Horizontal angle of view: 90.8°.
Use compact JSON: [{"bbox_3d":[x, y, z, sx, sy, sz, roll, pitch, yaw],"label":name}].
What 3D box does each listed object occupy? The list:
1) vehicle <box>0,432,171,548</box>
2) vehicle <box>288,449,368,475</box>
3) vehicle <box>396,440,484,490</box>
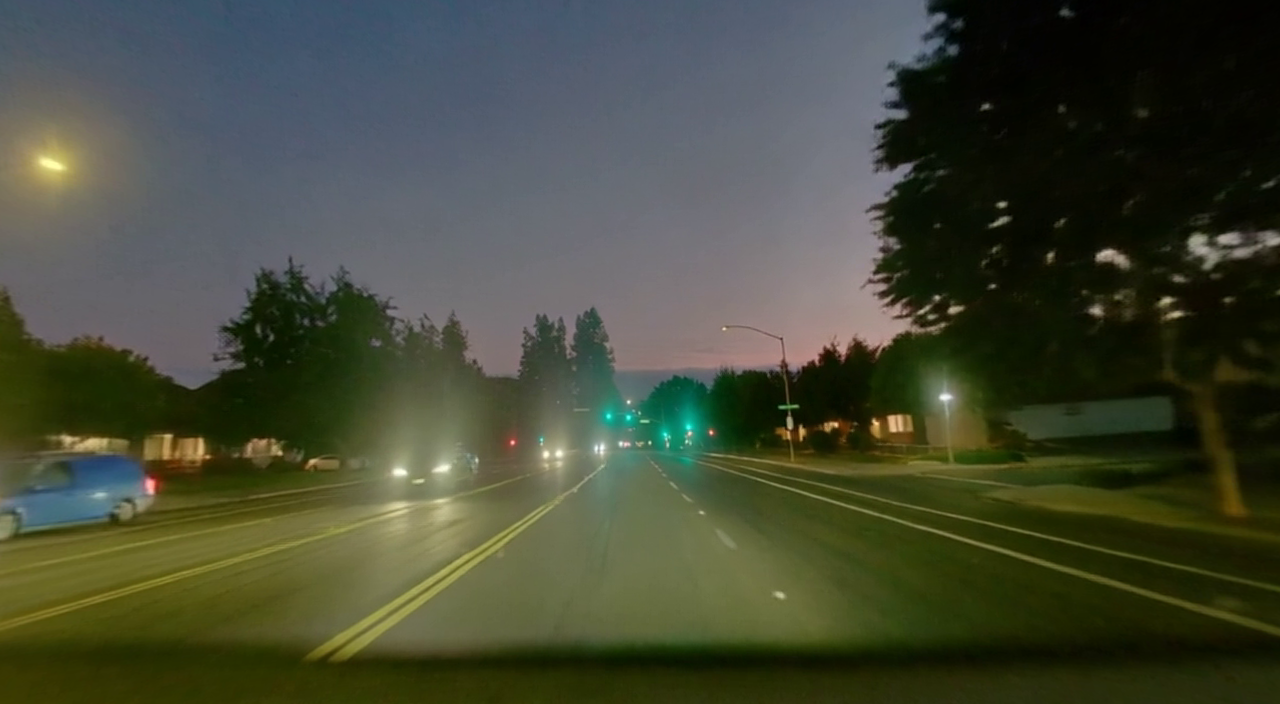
[{"bbox_3d":[-13.582,2.941,14.005,2.346,2.217,5.290,0,-8,-2],"label":"vehicle"},{"bbox_3d":[-20.919,7.347,42.484,4.354,1.676,1.905,0,-9,-2],"label":"vehicle"},{"bbox_3d":[-7.464,4.235,24.079,1.958,1.702,4.386,0,-8,-1],"label":"vehicle"}]
